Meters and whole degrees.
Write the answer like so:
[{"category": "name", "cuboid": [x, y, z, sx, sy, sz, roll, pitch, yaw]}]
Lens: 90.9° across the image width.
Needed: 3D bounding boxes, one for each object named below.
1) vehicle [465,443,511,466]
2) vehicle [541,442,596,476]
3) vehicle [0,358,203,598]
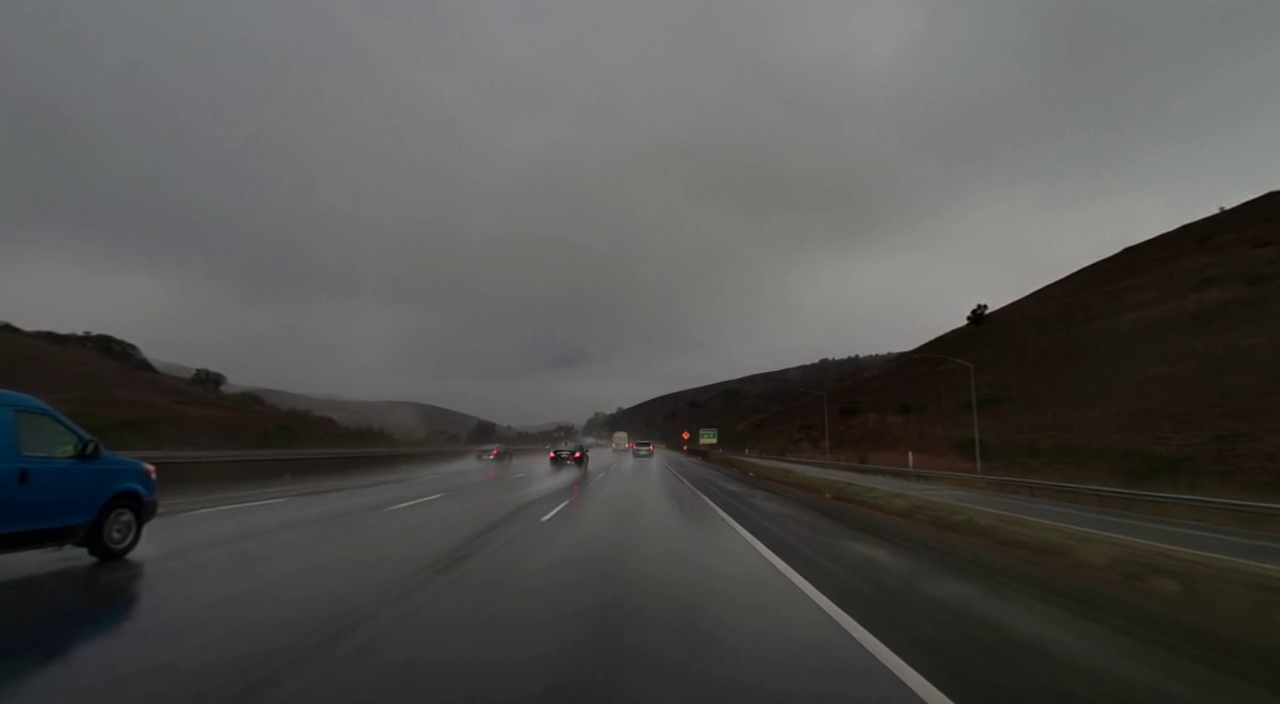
[{"category": "vehicle", "cuboid": [-10.538, 7.148, 44.141, 1.945, 1.466, 4.947, 0, -8, 1]}, {"category": "vehicle", "cuboid": [-3.359, 5.146, 30.702, 2.080, 1.505, 4.649, 0, -8, 1]}, {"category": "vehicle", "cuboid": [-6.984, 1.093, 5.343, 2.437, 2.135, 5.643, 0, -8, 1]}]
